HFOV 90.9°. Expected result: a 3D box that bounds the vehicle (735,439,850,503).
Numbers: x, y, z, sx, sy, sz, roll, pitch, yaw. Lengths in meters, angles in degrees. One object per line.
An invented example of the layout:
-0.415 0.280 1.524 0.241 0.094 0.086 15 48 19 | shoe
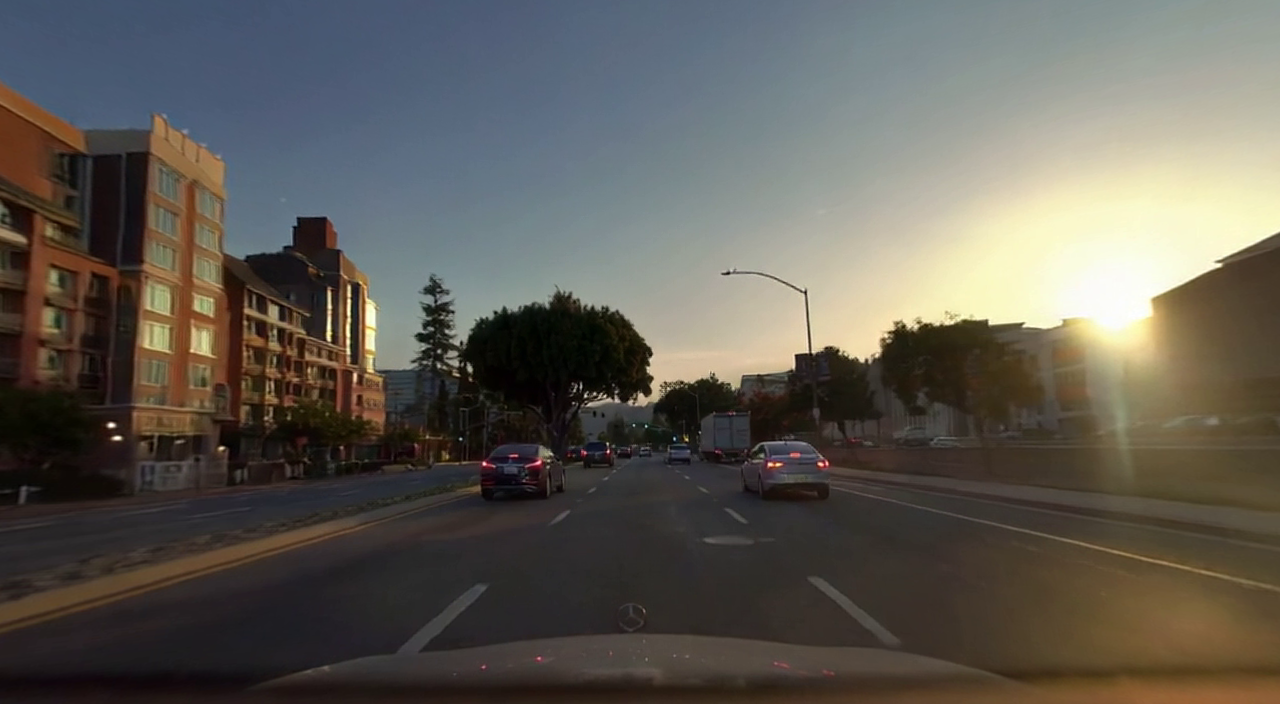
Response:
3.812 3.044 16.559 1.972 1.452 4.189 0 -8 0 | vehicle

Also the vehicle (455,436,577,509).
-2.846 2.871 15.536 2.003 1.509 4.396 -1 -9 2 | vehicle

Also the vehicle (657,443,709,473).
2.154 5.536 33.074 2.020 1.461 4.326 1 -9 -5 | vehicle

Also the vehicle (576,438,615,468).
-2.758 6.457 40.302 2.137 1.796 4.304 0 -8 1 | vehicle
